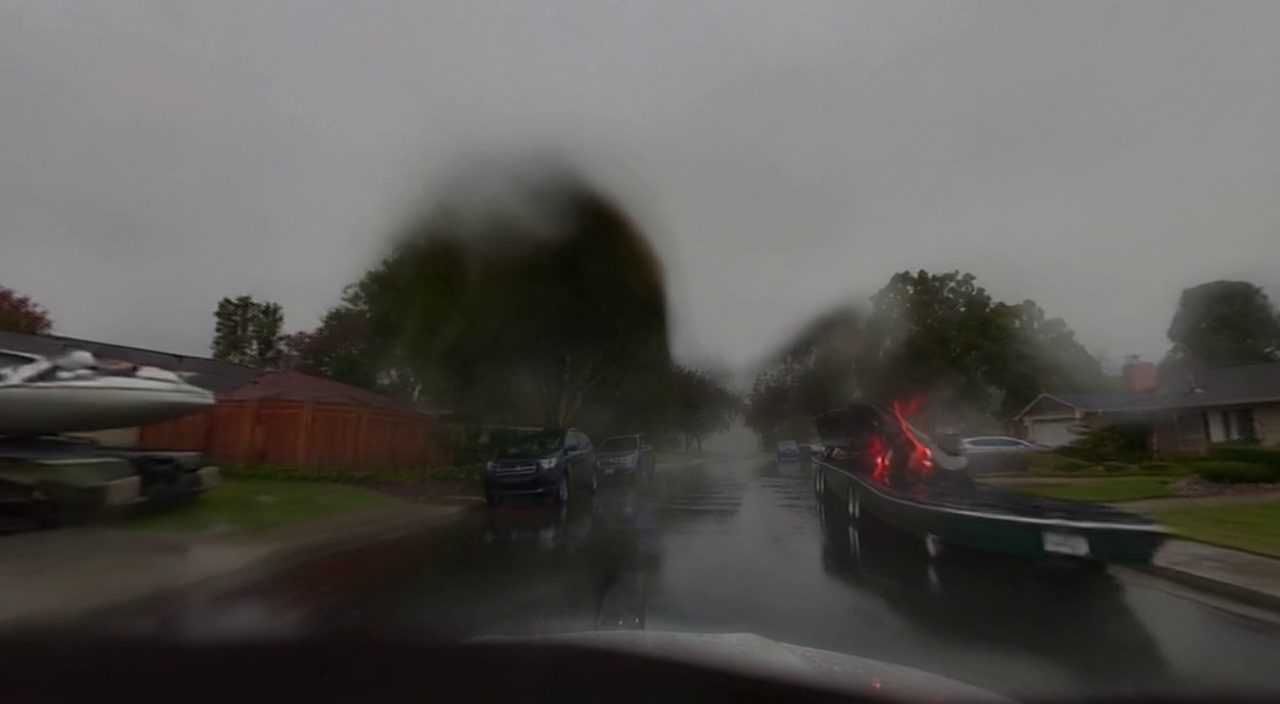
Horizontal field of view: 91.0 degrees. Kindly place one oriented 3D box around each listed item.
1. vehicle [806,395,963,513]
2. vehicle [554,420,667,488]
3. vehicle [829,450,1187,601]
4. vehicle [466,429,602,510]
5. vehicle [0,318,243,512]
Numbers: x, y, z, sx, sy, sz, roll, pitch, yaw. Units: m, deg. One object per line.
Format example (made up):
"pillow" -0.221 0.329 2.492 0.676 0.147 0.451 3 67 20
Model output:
"vehicle" 6.153 2.690 16.866 2.697 2.558 5.635 -2 -9 9
"vehicle" -0.931 3.932 24.556 2.632 2.249 6.179 -3 -9 15
"vehicle" 4.977 2.399 10.255 2.804 1.336 6.700 0 -7 10
"vehicle" -2.501 2.951 16.309 2.052 1.745 4.737 -2 -9 9
"vehicle" -12.243 1.238 11.726 7.767 3.105 2.858 -1 -9 3
